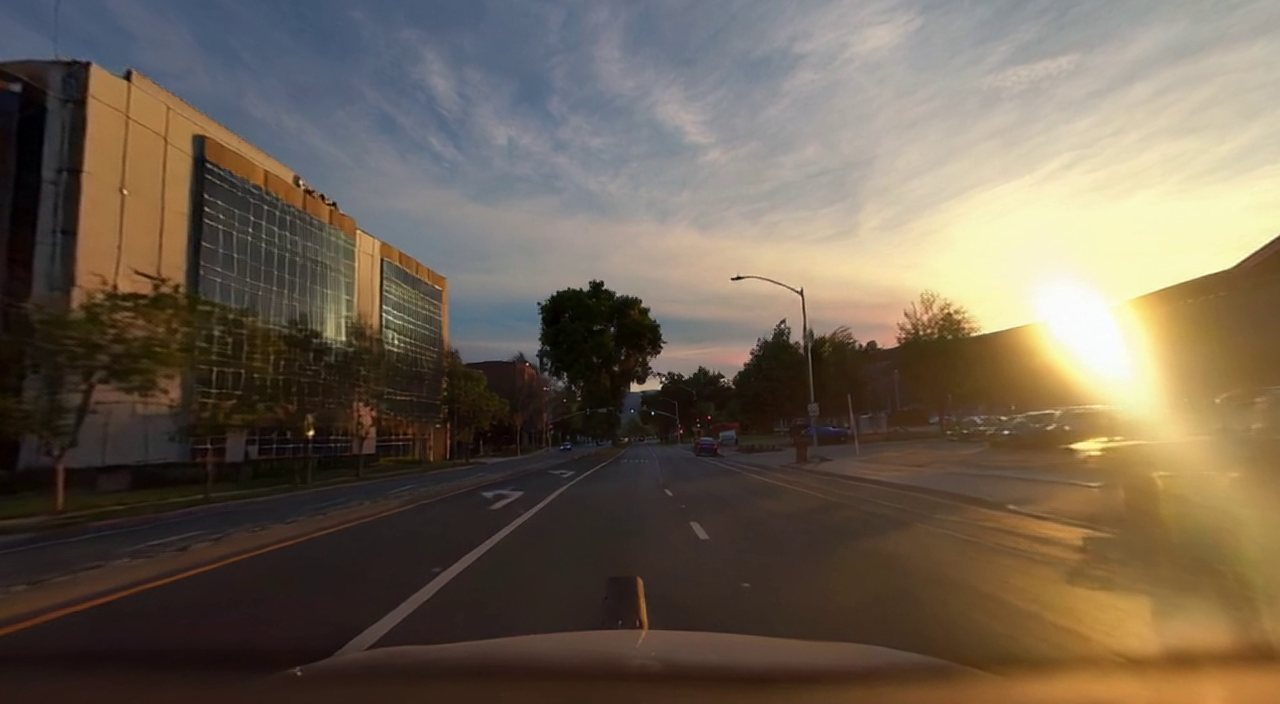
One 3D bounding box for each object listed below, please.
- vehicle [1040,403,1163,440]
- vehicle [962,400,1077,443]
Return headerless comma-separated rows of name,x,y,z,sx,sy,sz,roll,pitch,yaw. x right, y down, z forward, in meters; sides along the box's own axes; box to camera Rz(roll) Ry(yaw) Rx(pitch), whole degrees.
vehicle,19.991,3.120,27.515,2.021,1.472,4.047,1,-8,-7
vehicle,17.102,3.235,28.688,2.059,1.788,4.708,1,-8,-3
